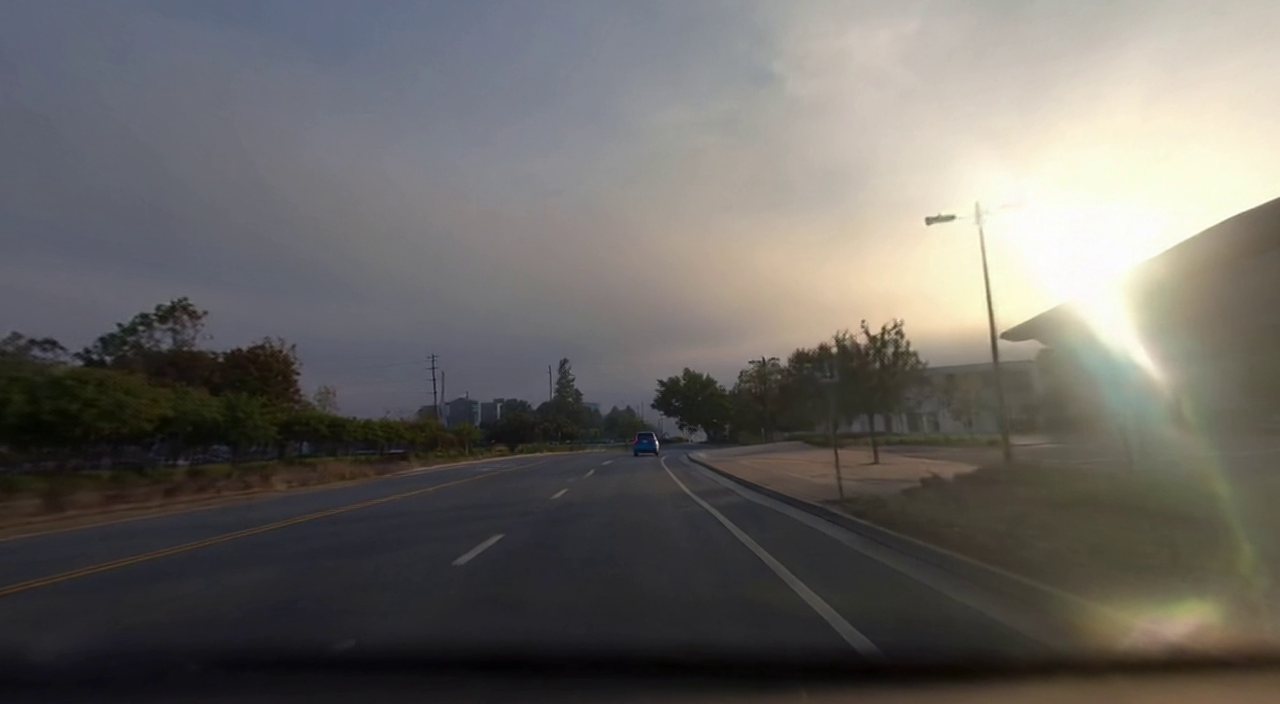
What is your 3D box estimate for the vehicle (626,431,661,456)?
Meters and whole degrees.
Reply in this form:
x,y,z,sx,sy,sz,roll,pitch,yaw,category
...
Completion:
x,y,z,sx,sy,sz,roll,pitch,yaw,category
0.325,6.862,47.299,2.370,1.781,4.440,-1,-9,4,vehicle
